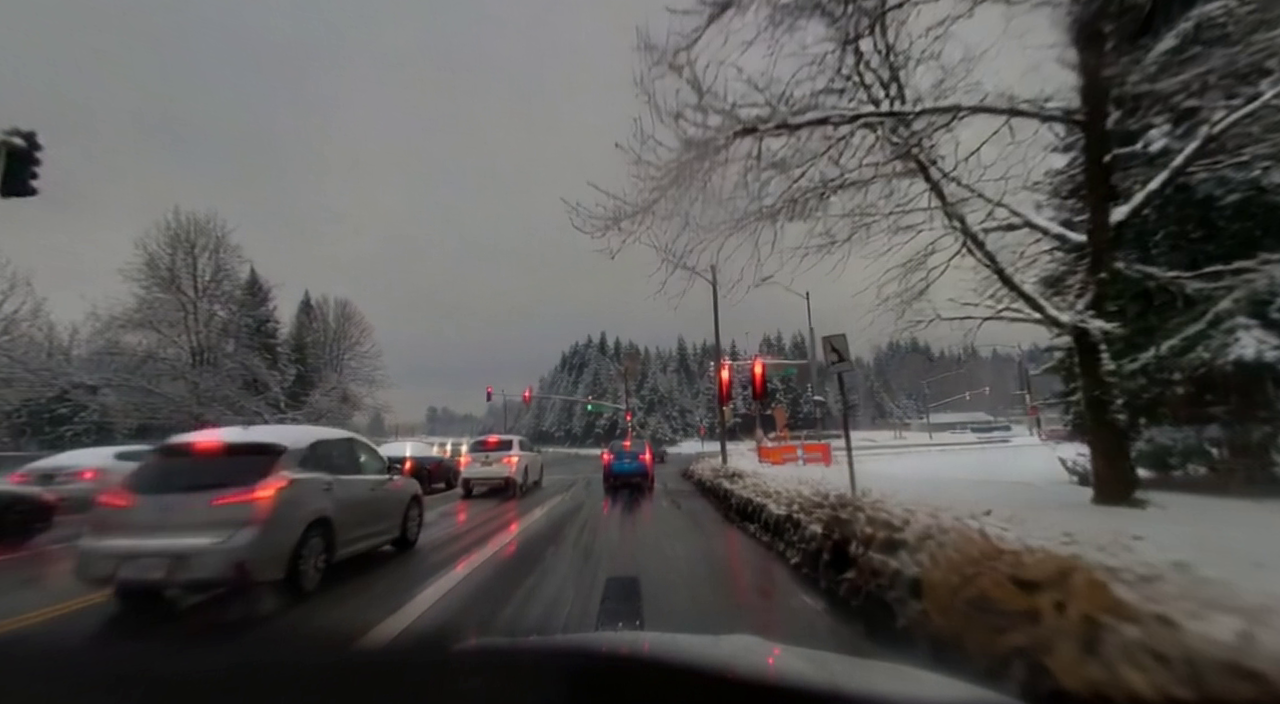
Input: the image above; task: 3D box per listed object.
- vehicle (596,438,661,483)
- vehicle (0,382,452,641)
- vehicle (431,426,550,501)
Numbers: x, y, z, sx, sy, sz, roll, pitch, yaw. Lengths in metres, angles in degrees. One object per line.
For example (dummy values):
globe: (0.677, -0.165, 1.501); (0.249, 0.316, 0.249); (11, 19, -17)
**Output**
vehicle: (-0.366, 3.992, 23.552); (2.183, 1.506, 4.286); (0, -9, 1)
vehicle: (-4.010, 1.561, 7.220); (2.236, 1.886, 4.792); (-2, -9, 0)
vehicle: (-4.136, 3.195, 18.493); (2.240, 1.844, 5.043); (0, -9, 0)
